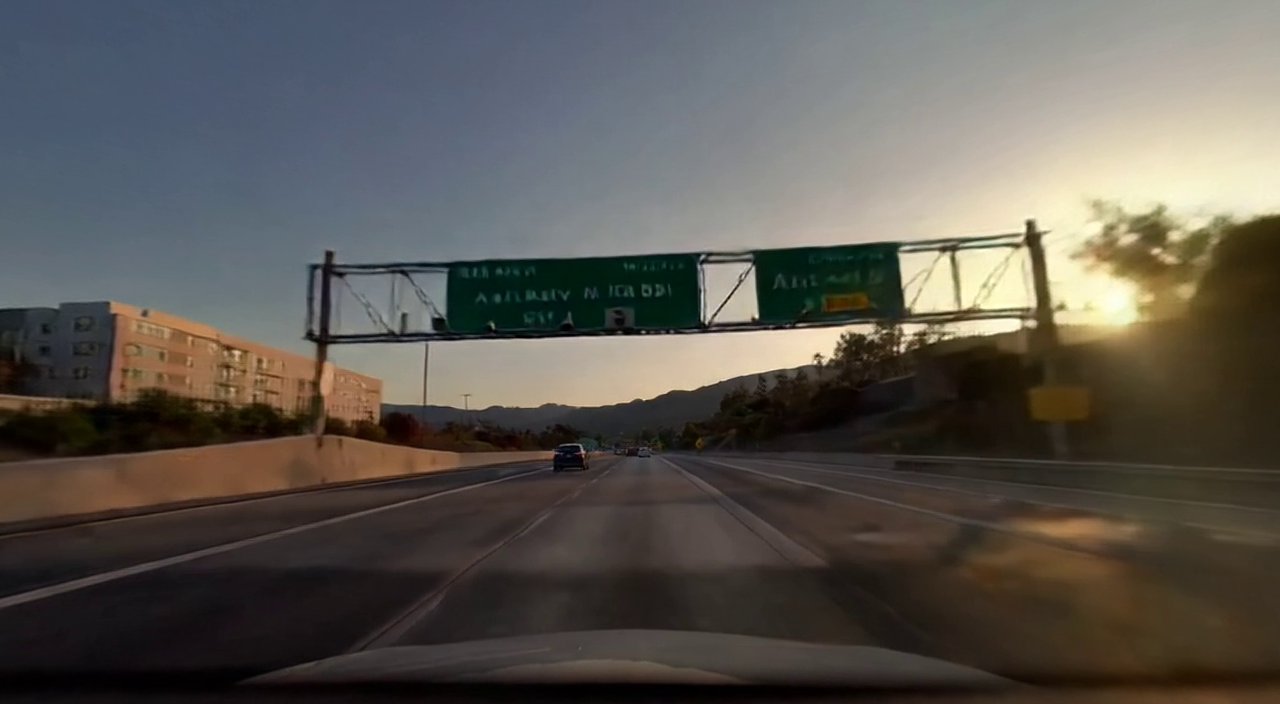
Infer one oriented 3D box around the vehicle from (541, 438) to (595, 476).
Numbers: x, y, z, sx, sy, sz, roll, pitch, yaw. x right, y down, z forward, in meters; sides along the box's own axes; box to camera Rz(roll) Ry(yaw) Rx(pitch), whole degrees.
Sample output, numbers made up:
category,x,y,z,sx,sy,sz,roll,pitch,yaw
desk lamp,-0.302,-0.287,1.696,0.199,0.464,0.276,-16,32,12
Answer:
category,x,y,z,sx,sy,sz,roll,pitch,yaw
vehicle,-3.451,5.140,31.141,2.072,1.706,4.359,0,-8,1
